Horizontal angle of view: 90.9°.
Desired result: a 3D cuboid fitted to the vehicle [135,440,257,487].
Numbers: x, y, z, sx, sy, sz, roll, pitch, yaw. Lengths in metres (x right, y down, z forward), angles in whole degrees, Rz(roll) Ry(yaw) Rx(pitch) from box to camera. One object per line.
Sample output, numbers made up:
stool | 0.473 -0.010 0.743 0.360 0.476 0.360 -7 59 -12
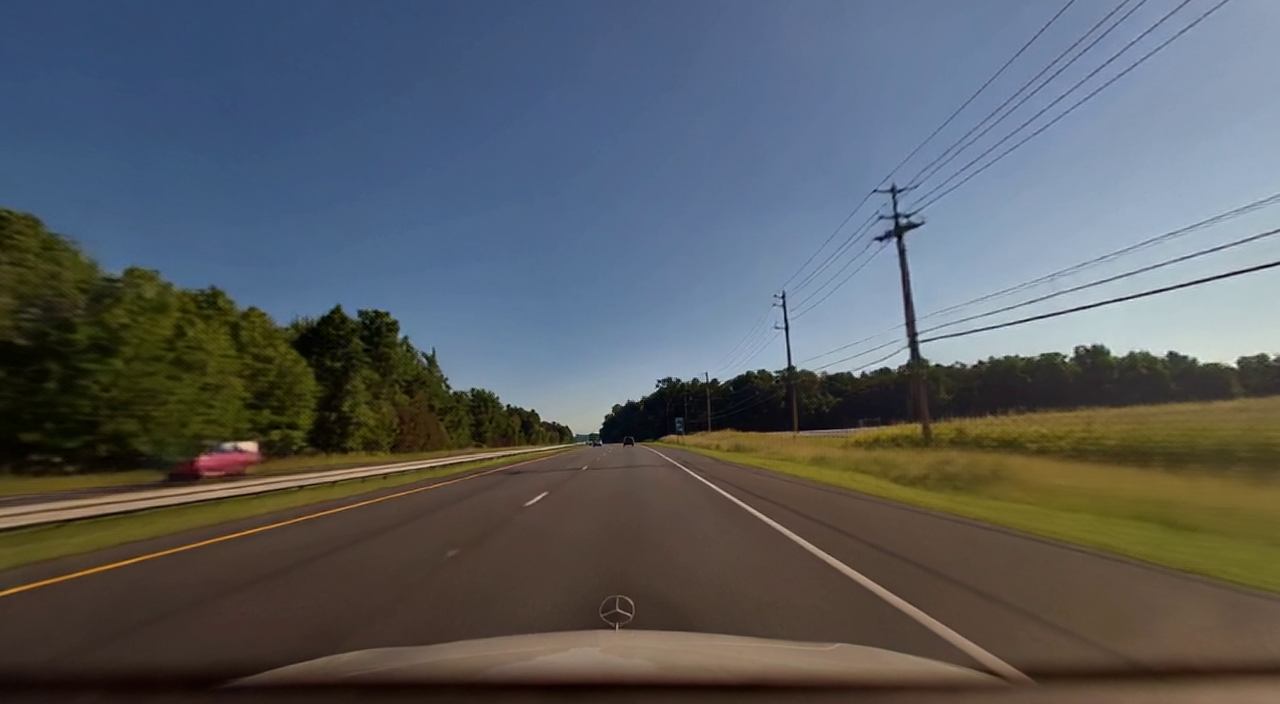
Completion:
vehicle | -19.032 4.754 27.347 1.910 1.699 4.738 -5 -8 0
